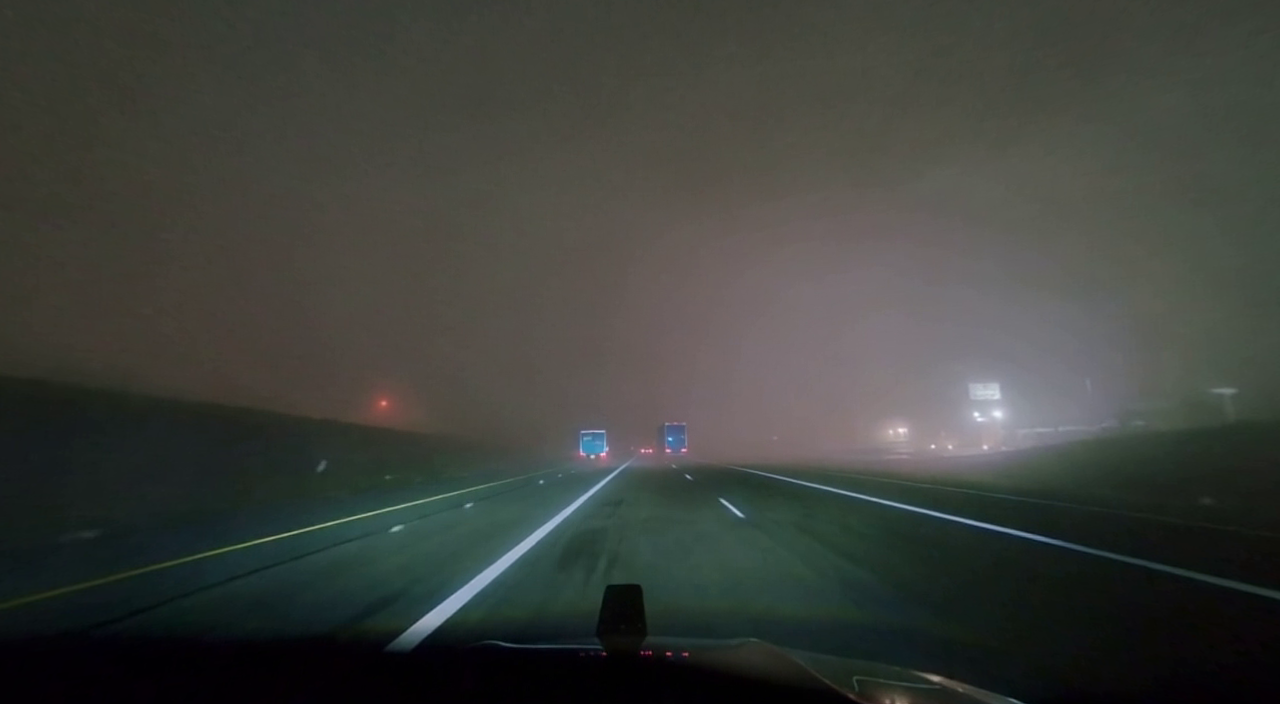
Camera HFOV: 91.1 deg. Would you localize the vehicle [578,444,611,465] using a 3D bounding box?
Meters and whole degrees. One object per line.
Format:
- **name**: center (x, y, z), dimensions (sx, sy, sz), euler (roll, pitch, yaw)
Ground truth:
- **vehicle**: center (-3.509, 7.980, 48.931), dimensions (2.113, 1.548, 4.532), euler (0, -8, 2)
